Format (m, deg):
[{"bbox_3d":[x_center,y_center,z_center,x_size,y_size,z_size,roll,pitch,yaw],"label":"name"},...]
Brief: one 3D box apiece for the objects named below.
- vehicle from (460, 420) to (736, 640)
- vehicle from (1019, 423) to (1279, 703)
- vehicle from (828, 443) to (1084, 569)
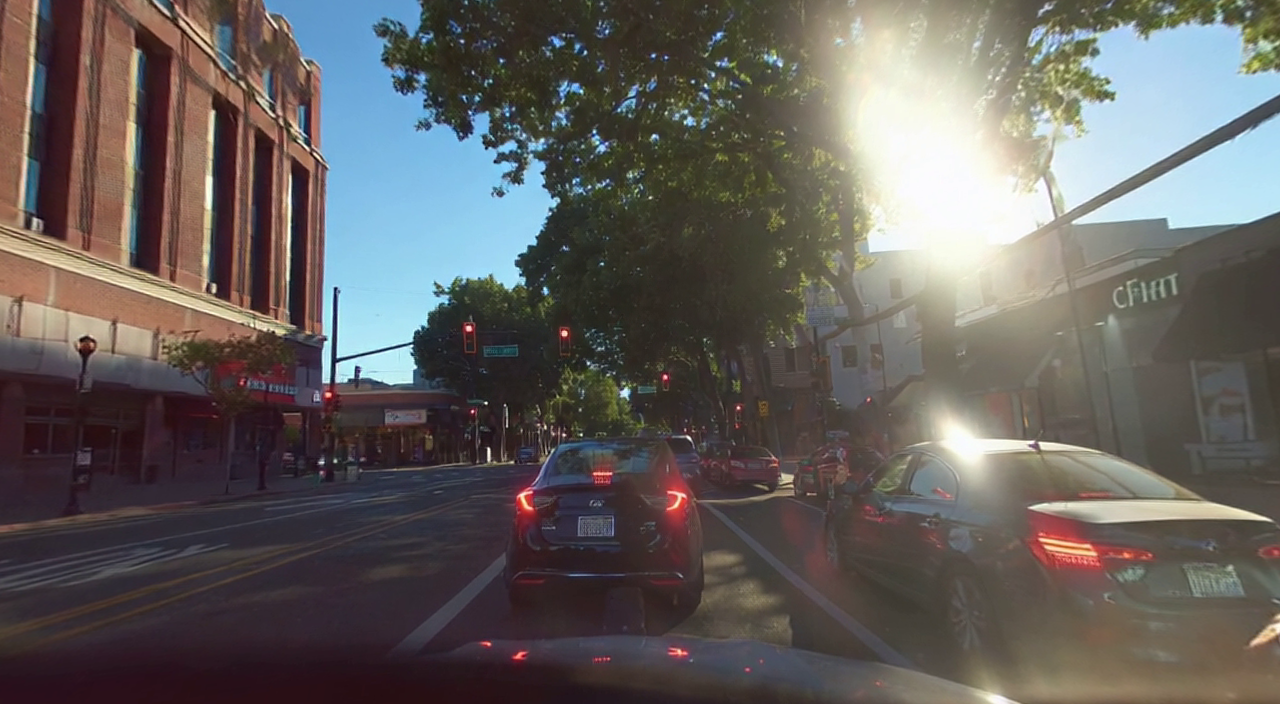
[{"bbox_3d":[-0.283,1.495,6.238,1.888,1.489,3.703,0,-8,0],"label":"vehicle"},{"bbox_3d":[3.178,0.830,1.106,2.006,1.496,4.767,0,-9,-1],"label":"vehicle"},{"bbox_3d":[4.537,2.214,10.042,1.912,1.505,4.618,-1,-8,4],"label":"vehicle"}]
